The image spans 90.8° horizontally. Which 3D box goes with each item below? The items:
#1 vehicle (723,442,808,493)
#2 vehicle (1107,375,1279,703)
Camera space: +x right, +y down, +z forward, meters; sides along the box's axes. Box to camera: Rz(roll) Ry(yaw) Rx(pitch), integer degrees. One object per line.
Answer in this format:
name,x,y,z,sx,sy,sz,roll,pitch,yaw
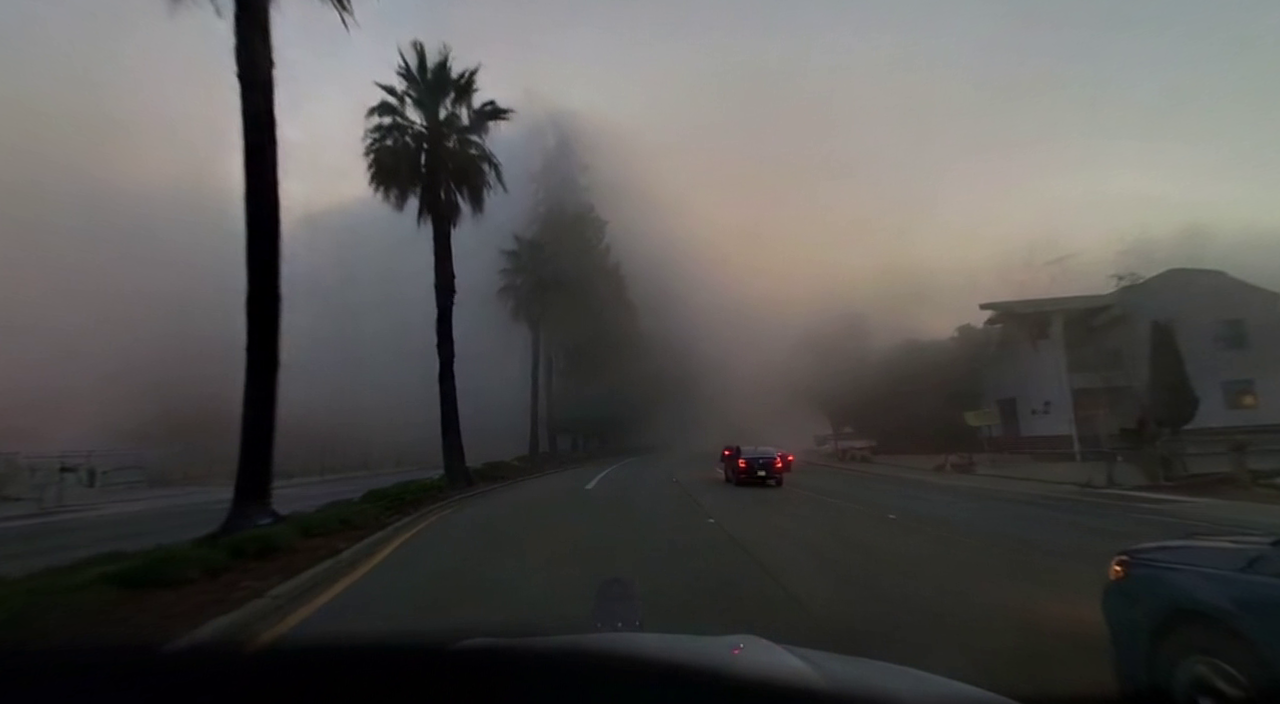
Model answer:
vehicle,4.038,3.813,21.211,1.989,1.492,4.689,0,-9,1
vehicle,3.196,0.602,0.458,2.065,1.539,4.727,0,-9,0
